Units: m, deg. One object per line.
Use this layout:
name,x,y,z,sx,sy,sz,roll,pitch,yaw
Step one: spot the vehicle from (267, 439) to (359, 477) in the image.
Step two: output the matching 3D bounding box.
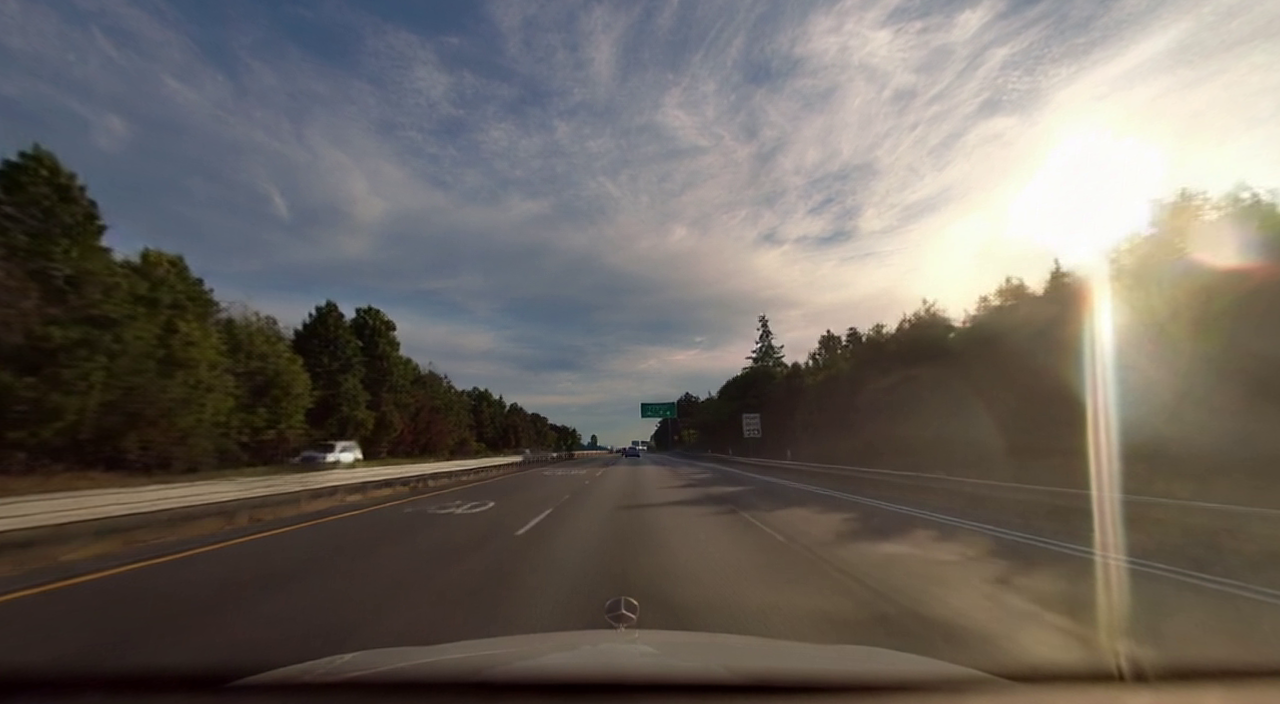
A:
vehicle,-15.820,5.168,30.760,1.966,1.673,4.789,0,-9,-1
